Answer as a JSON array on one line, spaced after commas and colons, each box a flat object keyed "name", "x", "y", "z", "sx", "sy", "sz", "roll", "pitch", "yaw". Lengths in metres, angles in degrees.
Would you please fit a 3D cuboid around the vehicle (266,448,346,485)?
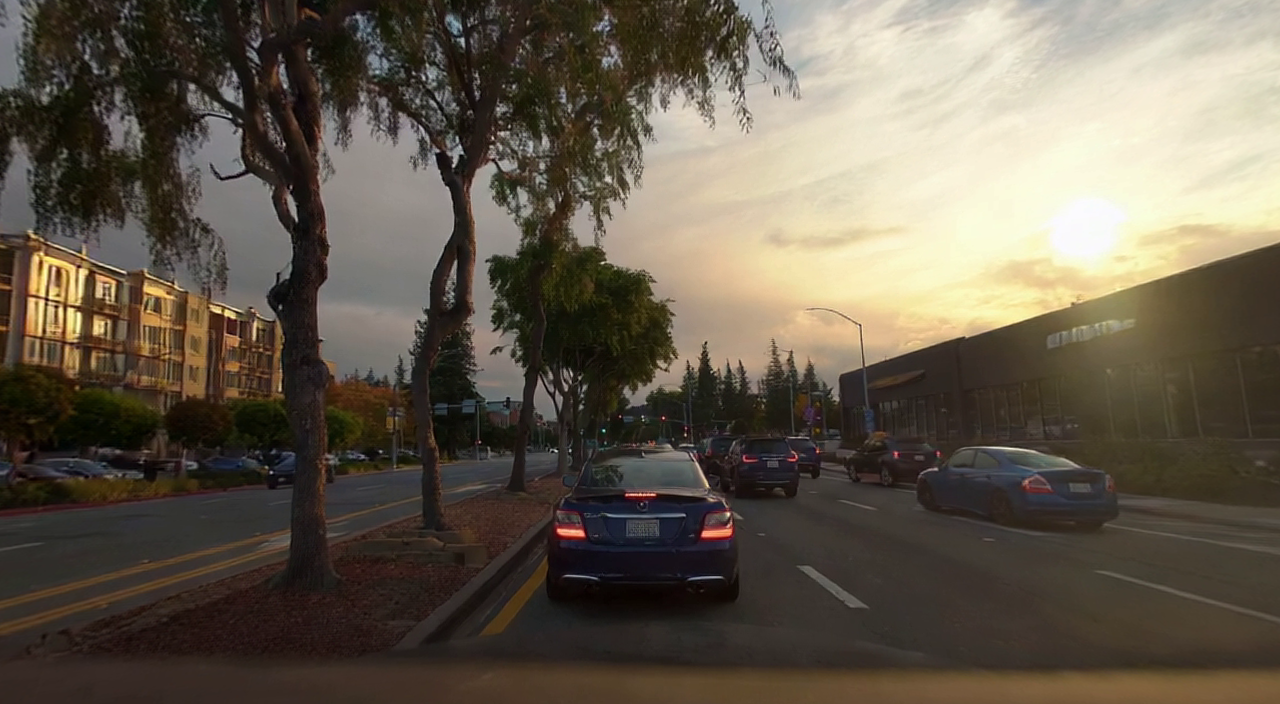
[{"name": "vehicle", "x": -17.677, "y": 5.988, "z": 33.281, "sx": 4.428, "sy": 1.743, "sz": 2.163, "roll": -7, "pitch": -11, "yaw": 40}]

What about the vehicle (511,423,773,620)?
[{"name": "vehicle", "x": -0.013, "y": 1.604, "z": 7.017, "sx": 1.977, "sy": 1.465, "sz": 4.376, "roll": 0, "pitch": -8, "yaw": -1}]

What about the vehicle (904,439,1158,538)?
[{"name": "vehicle", "x": 6.848, "y": 2.394, "z": 11.785, "sx": 1.911, "sy": 1.468, "sz": 4.417, "roll": 0, "pitch": -8, "yaw": 0}]

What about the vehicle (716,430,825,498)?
[{"name": "vehicle", "x": 3.626, "y": 3.201, "z": 18.454, "sx": 2.114, "sy": 1.736, "sz": 4.553, "roll": 0, "pitch": -8, "yaw": -1}]
